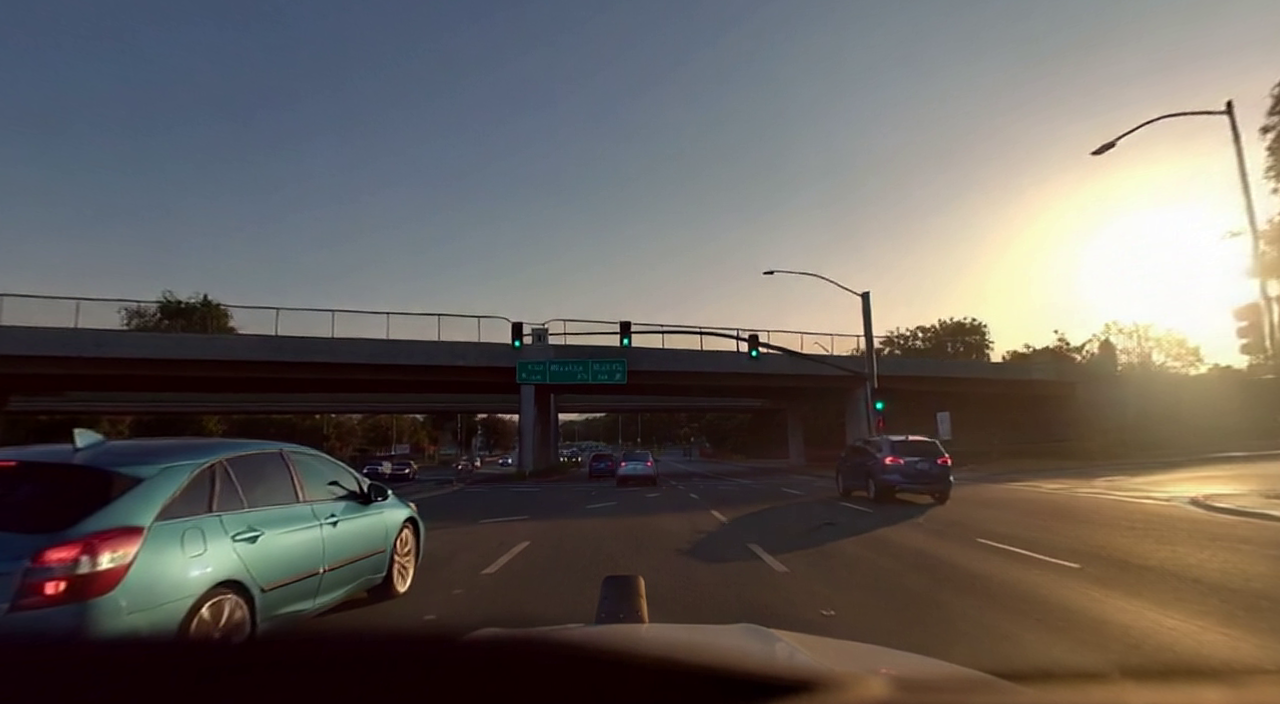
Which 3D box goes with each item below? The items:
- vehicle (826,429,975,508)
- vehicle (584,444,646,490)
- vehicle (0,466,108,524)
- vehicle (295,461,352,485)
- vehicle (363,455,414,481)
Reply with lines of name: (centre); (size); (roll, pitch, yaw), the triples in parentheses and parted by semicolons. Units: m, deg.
vehicle: (6.662, 3.011, 16.801); (2.074, 1.785, 4.320); (0, -8, -1)
vehicle: (-0.948, 4.782, 26.711); (2.060, 1.768, 4.681); (-1, -8, 4)
vehicle: (-19.333, 4.391, 19.681); (1.857, 1.534, 4.221); (0, -8, -1)
vehicle: (-23.256, 8.870, 46.642); (1.849, 1.539, 4.665); (0, -8, -1)
vehicle: (-19.339, 8.903, 48.845); (1.990, 1.789, 4.973); (0, -8, -1)
